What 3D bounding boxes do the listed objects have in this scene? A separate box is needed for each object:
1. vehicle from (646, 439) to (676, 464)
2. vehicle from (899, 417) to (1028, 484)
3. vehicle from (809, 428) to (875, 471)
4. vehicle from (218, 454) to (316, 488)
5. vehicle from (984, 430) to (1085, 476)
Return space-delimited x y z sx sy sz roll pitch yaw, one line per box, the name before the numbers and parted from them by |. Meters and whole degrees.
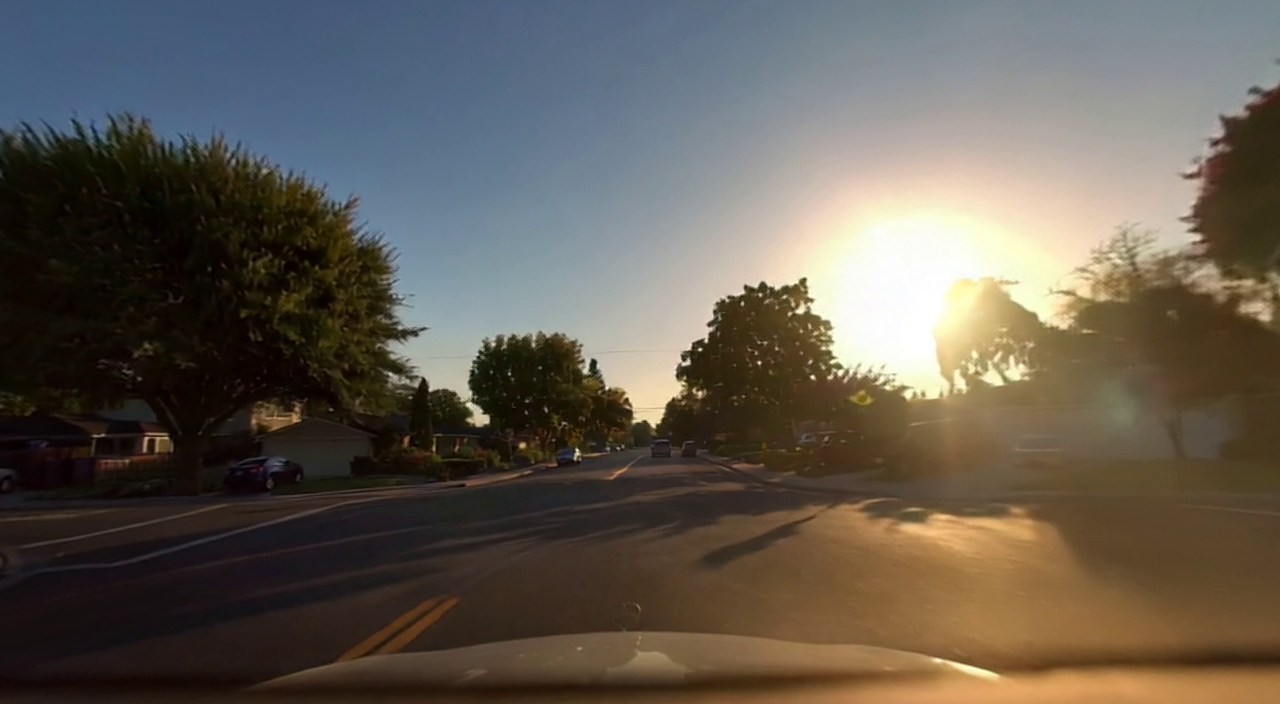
vehicle | 1.590 7.358 46.824 2.116 1.711 4.155 0 -9 3
vehicle | 10.750 3.340 21.592 2.333 1.933 5.662 -2 -9 11
vehicle | 9.412 4.582 29.791 2.130 1.836 4.464 -1 -9 7
vehicle | -18.352 5.862 31.379 1.917 1.499 4.569 0 -9 2
vehicle | 14.166 3.648 22.963 1.972 1.528 3.891 -2 -9 15
